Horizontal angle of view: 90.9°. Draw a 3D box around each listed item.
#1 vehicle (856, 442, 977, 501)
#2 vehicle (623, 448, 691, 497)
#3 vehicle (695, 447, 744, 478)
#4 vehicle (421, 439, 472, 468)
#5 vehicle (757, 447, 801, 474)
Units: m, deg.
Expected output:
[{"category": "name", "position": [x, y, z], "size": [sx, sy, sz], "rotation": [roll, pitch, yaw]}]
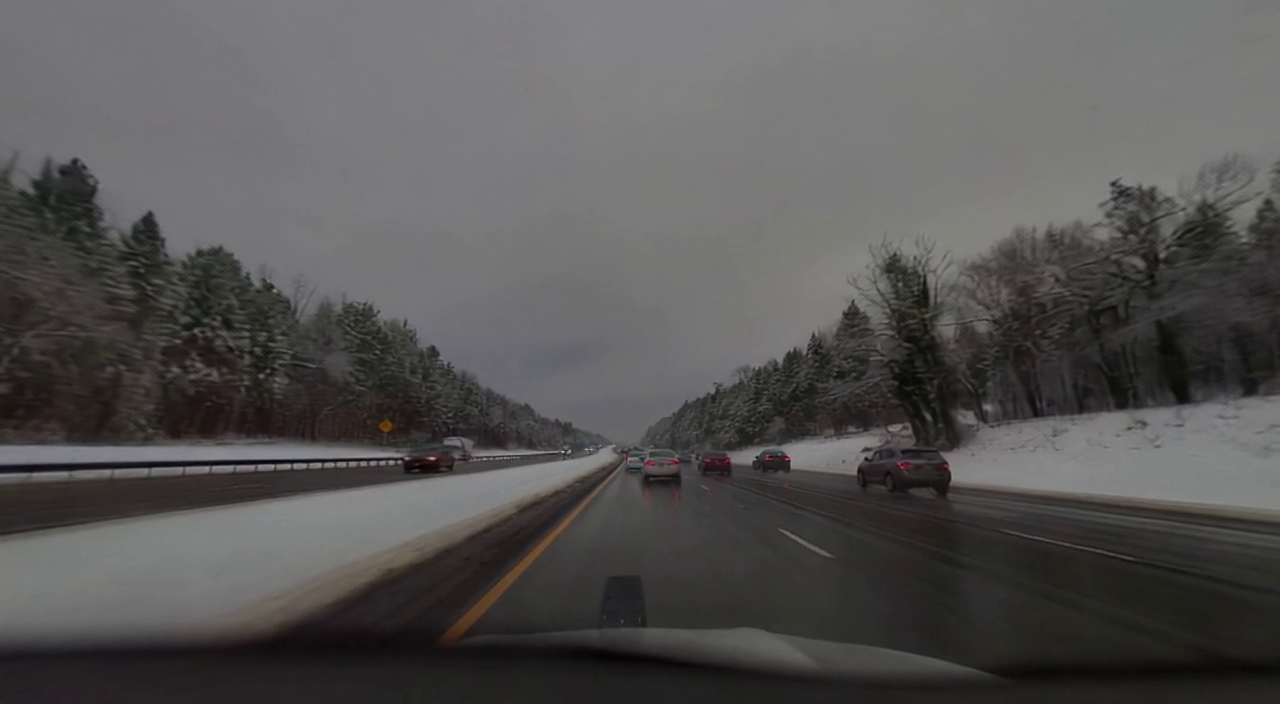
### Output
[{"category": "vehicle", "position": [8.131, 3.529, 18.948], "size": [1.847, 1.554, 3.752], "rotation": [0, -9, -1]}, {"category": "vehicle", "position": [0.487, 3.894, 20.757], "size": [2.020, 1.426, 3.702], "rotation": [0, -9, -1]}, {"category": "vehicle", "position": [4.191, 5.902, 33.848], "size": [1.981, 1.518, 4.029], "rotation": [0, -9, -1]}, {"category": "vehicle", "position": [-13.184, 6.943, 43.254], "size": [2.052, 1.824, 4.667], "rotation": [0, -9, 0]}, {"category": "vehicle", "position": [8.860, 6.939, 40.422], "size": [1.957, 1.594, 3.632], "rotation": [0, -9, -1]}]
